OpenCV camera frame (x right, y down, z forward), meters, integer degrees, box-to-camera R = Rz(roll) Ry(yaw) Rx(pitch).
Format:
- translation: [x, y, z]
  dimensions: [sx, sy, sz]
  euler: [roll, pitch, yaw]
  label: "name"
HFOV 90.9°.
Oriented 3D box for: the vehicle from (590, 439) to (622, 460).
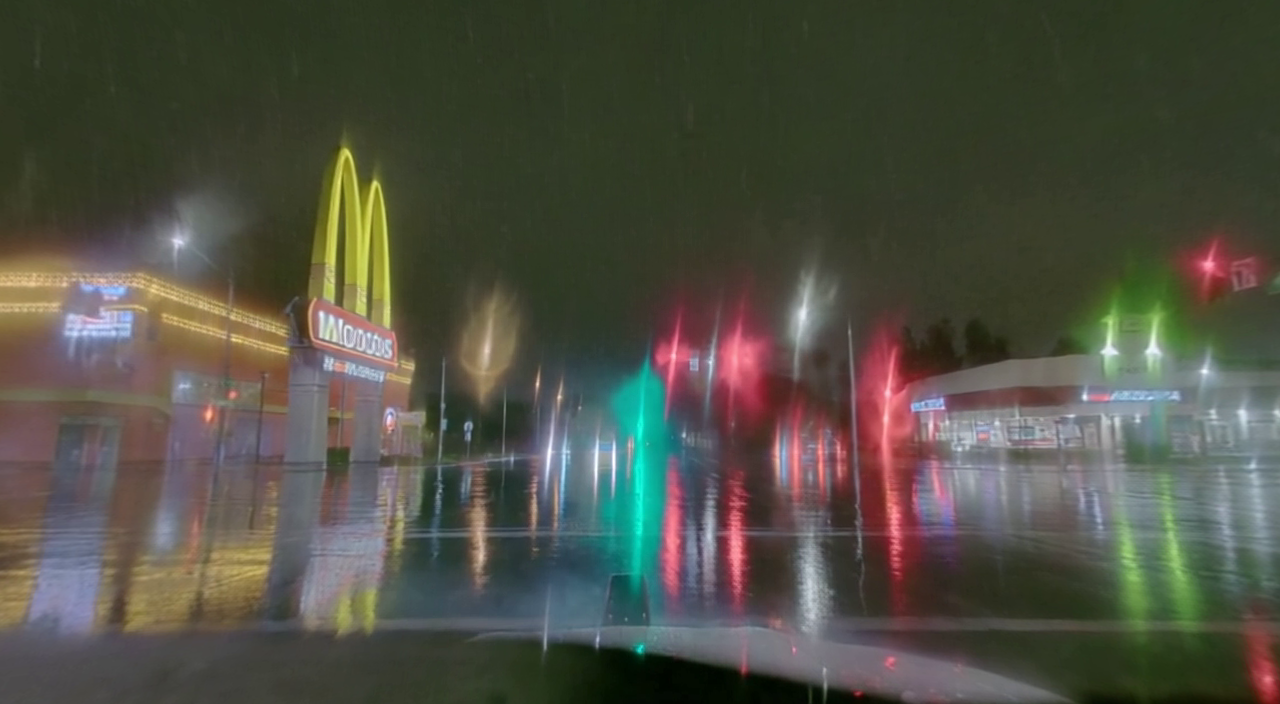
- translation: [-2.492, 7.281, 47.265]
  dimensions: [2.104, 1.468, 4.195]
  euler: [0, -8, 1]
  label: "vehicle"
